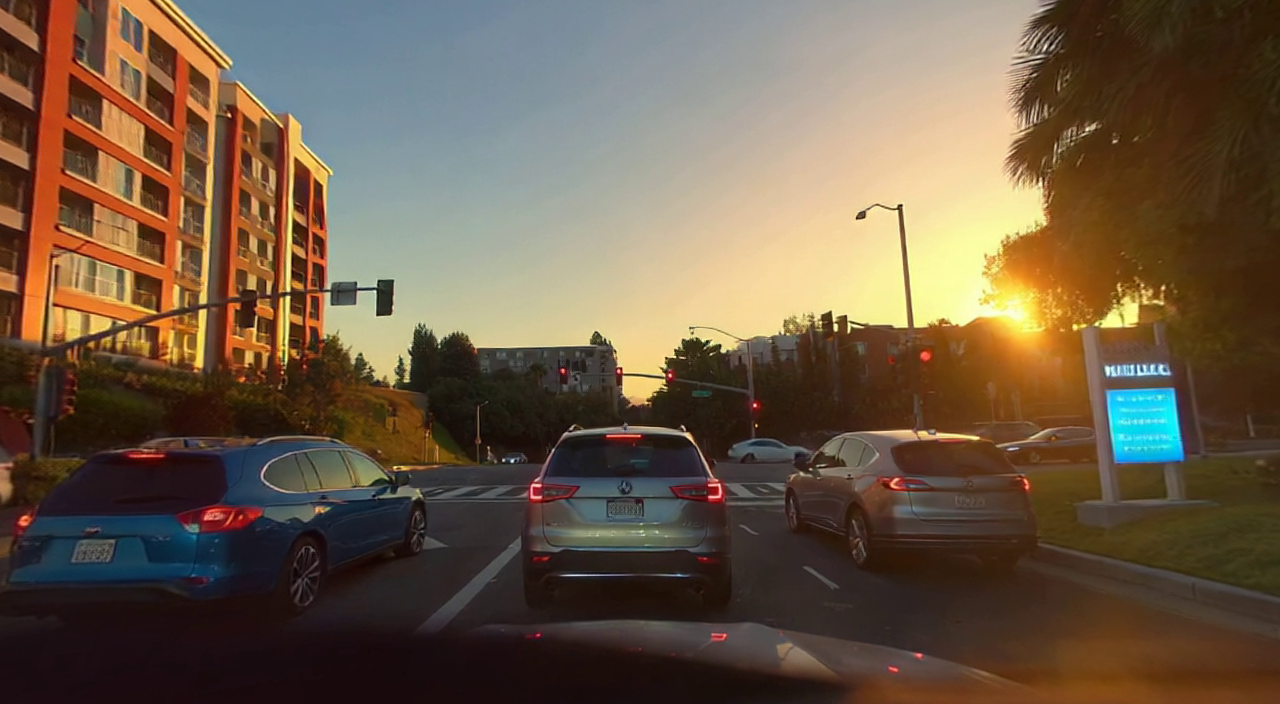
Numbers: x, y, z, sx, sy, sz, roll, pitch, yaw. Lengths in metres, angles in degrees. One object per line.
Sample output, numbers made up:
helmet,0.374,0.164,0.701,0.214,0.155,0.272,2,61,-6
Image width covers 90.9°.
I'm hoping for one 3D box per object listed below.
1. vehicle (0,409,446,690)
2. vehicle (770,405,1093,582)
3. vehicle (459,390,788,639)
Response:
vehicle,-3.550,1.423,5.823,1.906,1.524,4.547,0,-8,2
vehicle,3.217,1.666,8.256,2.004,1.646,4.554,0,-8,0
vehicle,-0.128,1.408,6.437,2.195,1.662,4.262,0,-8,-1
